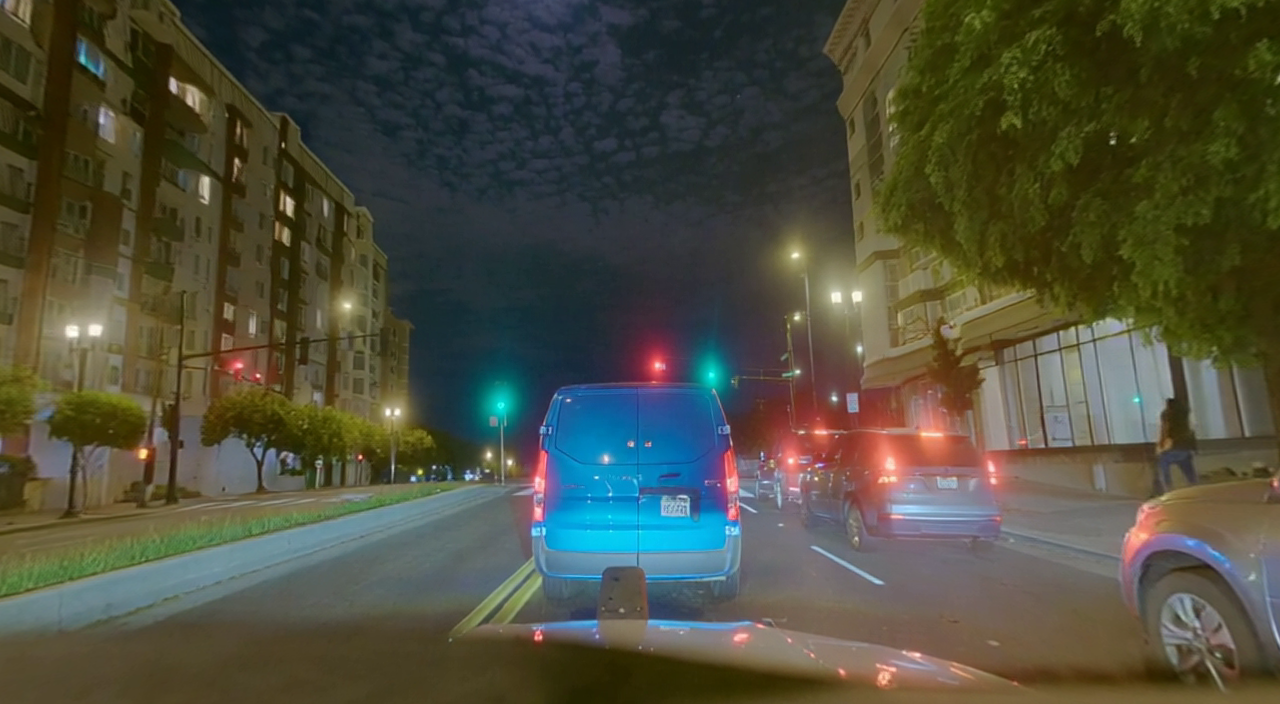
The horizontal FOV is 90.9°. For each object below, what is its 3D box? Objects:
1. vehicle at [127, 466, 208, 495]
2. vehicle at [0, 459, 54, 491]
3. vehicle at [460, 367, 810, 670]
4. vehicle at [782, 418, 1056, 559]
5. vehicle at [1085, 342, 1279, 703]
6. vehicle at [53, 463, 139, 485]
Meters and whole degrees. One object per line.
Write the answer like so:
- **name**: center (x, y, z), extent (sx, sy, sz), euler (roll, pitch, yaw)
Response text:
- **vehicle**: center (-33.281, 9.056, 44.509), extent (4.292, 1.492, 1.772), euler (-6, -14, -1)
- **vehicle**: center (-35.470, 6.828, 35.122), extent (3.843, 1.680, 1.782), euler (-1, -9, 4)
- **vehicle**: center (-0.032, 1.324, 6.032), extent (2.101, 1.828, 4.270), euler (0, -9, 0)
- **vehicle**: center (3.917, 2.009, 10.044), extent (2.061, 1.676, 4.734), euler (0, -9, -2)
- **vehicle**: center (3.809, 0.692, 1.730), extent (2.157, 1.748, 4.130), euler (0, -9, 1)
- **vehicle**: center (-38.460, 8.628, 44.621), extent (4.396, 1.458, 1.809), euler (-1, -9, 2)
